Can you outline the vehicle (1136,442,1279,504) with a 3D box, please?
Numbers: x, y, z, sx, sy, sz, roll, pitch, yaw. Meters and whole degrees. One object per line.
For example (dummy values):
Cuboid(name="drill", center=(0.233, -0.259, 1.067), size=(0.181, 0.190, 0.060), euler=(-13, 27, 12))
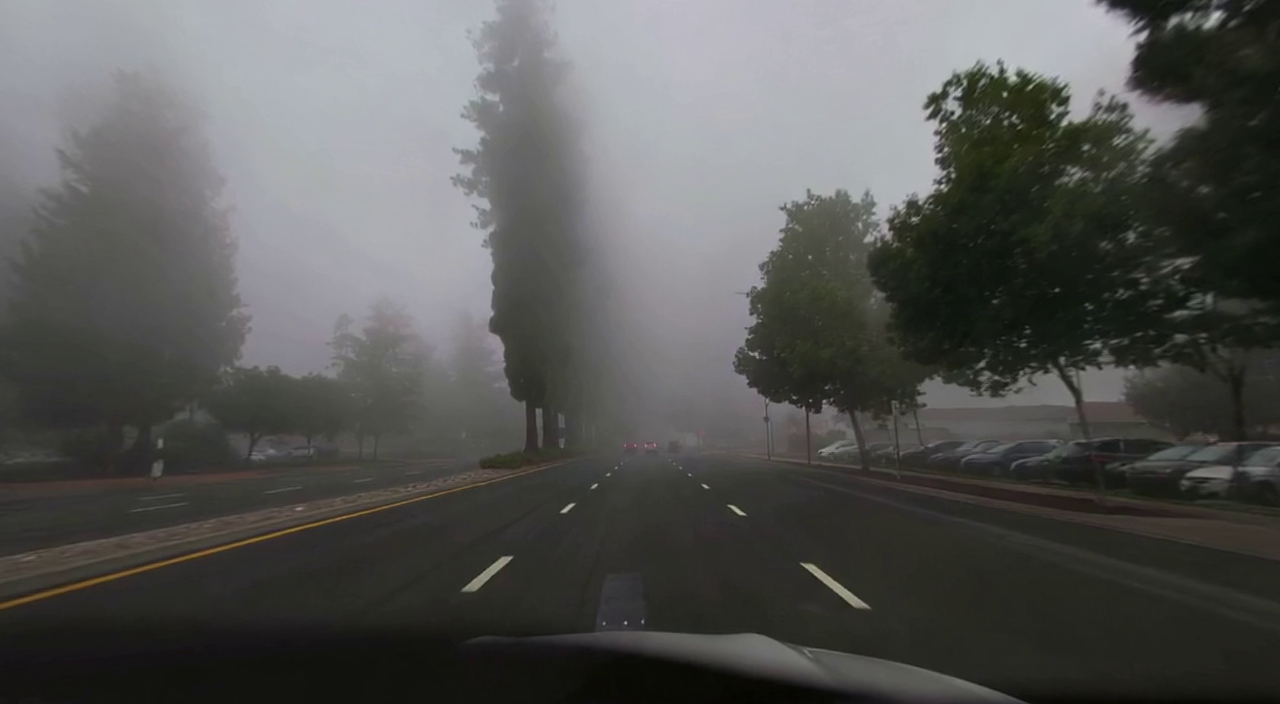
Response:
Cuboid(name="vehicle", center=(15.816, 3.066, 16.224), size=(4.263, 1.457, 2.078), euler=(0, -8, 1))
